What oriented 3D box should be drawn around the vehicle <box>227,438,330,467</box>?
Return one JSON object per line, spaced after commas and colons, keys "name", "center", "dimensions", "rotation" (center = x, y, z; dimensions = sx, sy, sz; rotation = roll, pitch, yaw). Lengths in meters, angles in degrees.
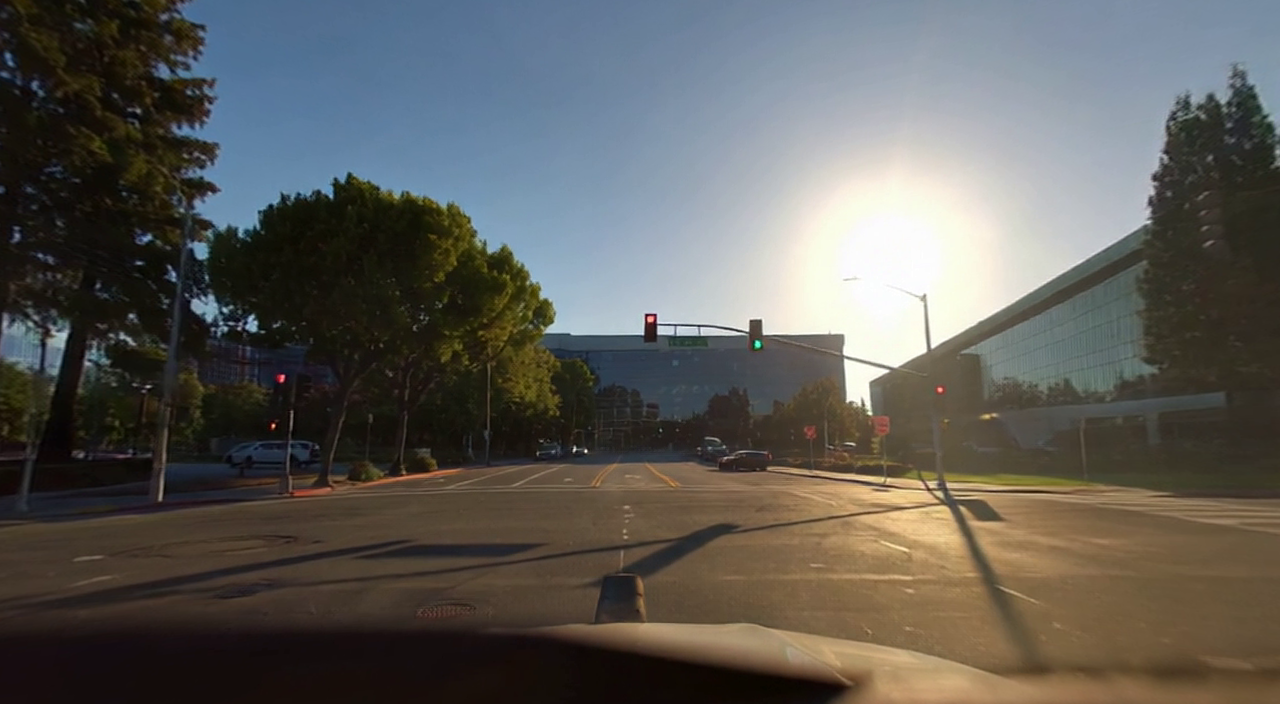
{"name": "vehicle", "center": [-21.048, 5.872, 36.963], "dimensions": [4.765, 1.593, 1.891], "rotation": [1, -8, -6]}
